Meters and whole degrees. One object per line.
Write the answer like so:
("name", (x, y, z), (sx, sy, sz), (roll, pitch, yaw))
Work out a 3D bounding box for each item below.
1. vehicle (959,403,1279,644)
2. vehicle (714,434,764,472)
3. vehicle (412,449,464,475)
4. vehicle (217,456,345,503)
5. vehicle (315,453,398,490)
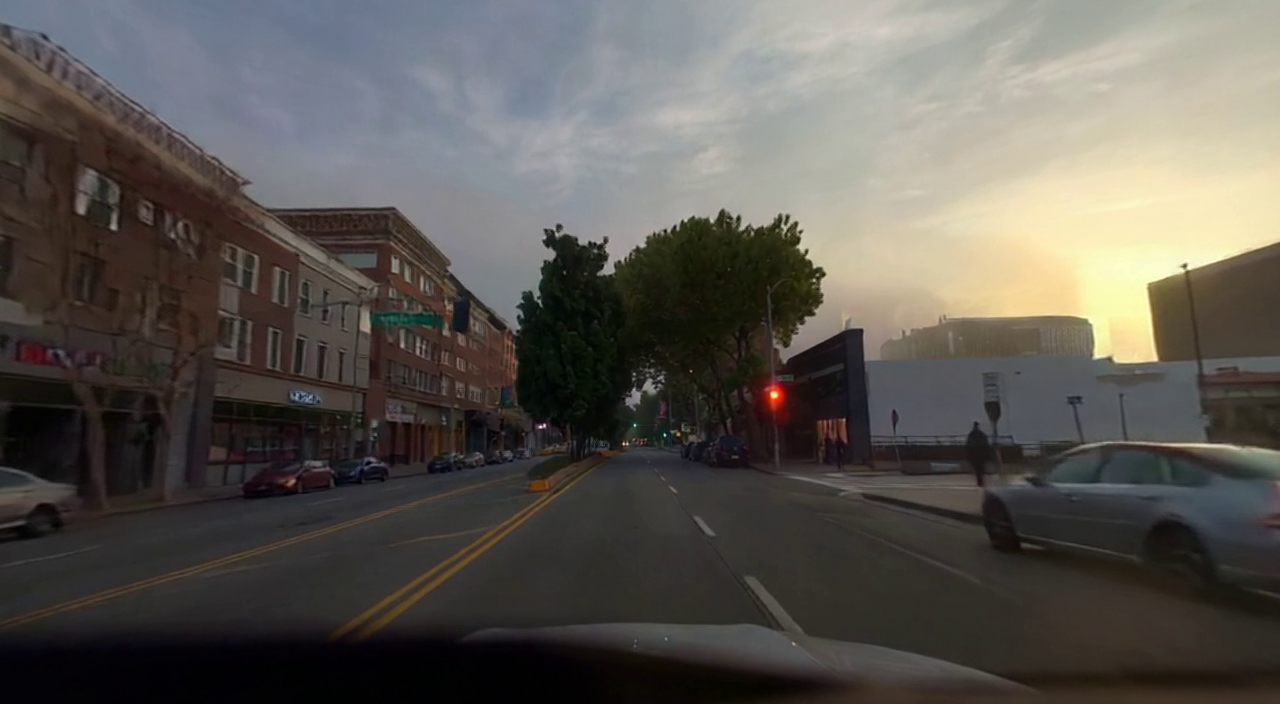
("vehicle", (5.866, 1.601, 6.835), (2.150, 1.805, 4.870), (0, -8, -1))
("vehicle", (5.491, 5.660, 35.621), (2.010, 1.943, 4.319), (-2, -9, -1))
("vehicle", (-12.555, 6.833, 39.447), (1.804, 1.533, 4.121), (0, -8, 1))
("vehicle", (-12.716, 4.513, 22.795), (1.945, 1.451, 4.522), (0, -8, 0))
("vehicle", (-12.512, 5.278, 28.217), (1.842, 1.461, 4.371), (0, -8, -2))
